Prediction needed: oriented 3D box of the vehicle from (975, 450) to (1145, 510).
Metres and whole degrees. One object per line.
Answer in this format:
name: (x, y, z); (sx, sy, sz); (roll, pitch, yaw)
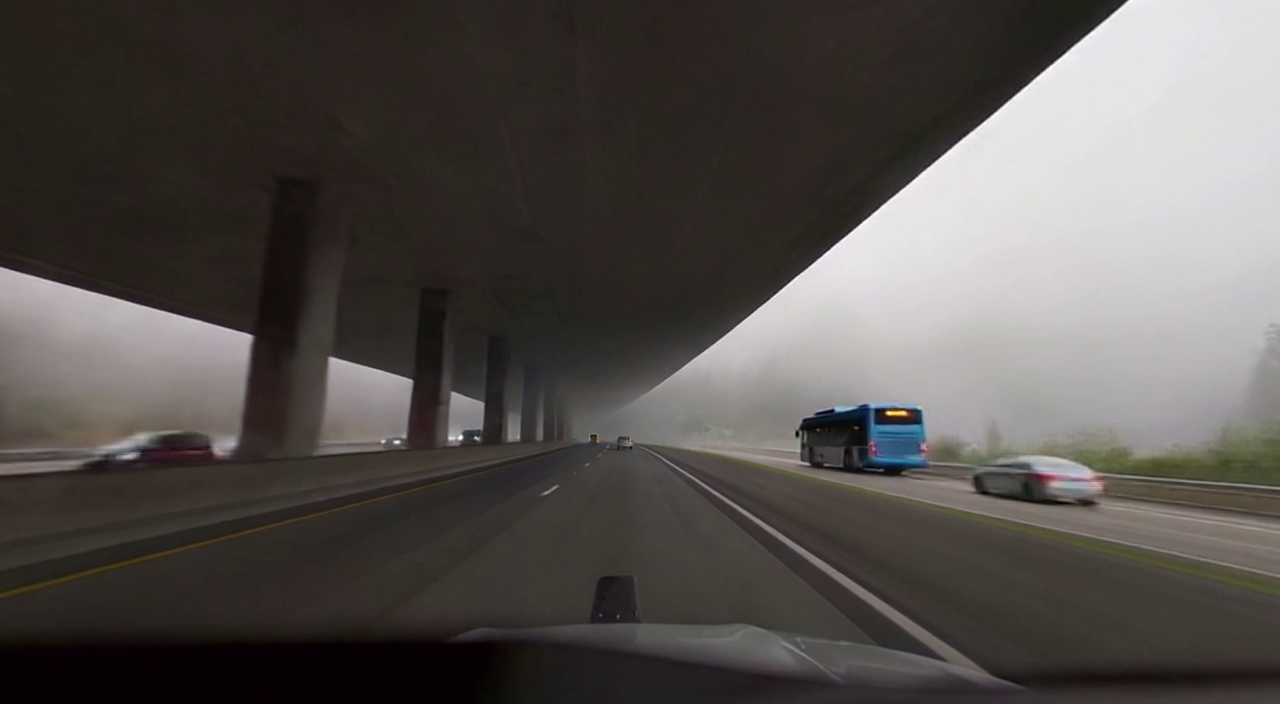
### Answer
vehicle: (11.433, 3.474, 17.561); (1.866, 1.359, 4.218); (0, -8, 0)

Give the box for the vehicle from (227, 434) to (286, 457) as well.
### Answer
vehicle: (-25.458, 6.229, 41.855); (1.718, 1.441, 3.526); (0, -8, -1)

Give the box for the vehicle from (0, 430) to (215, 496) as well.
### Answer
vehicle: (-13.403, 2.778, 16.272); (1.838, 1.446, 4.375); (1, -8, -2)

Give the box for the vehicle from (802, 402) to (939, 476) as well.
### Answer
vehicle: (11.826, 4.676, 34.048); (3.009, 3.265, 12.098); (0, -8, 1)
